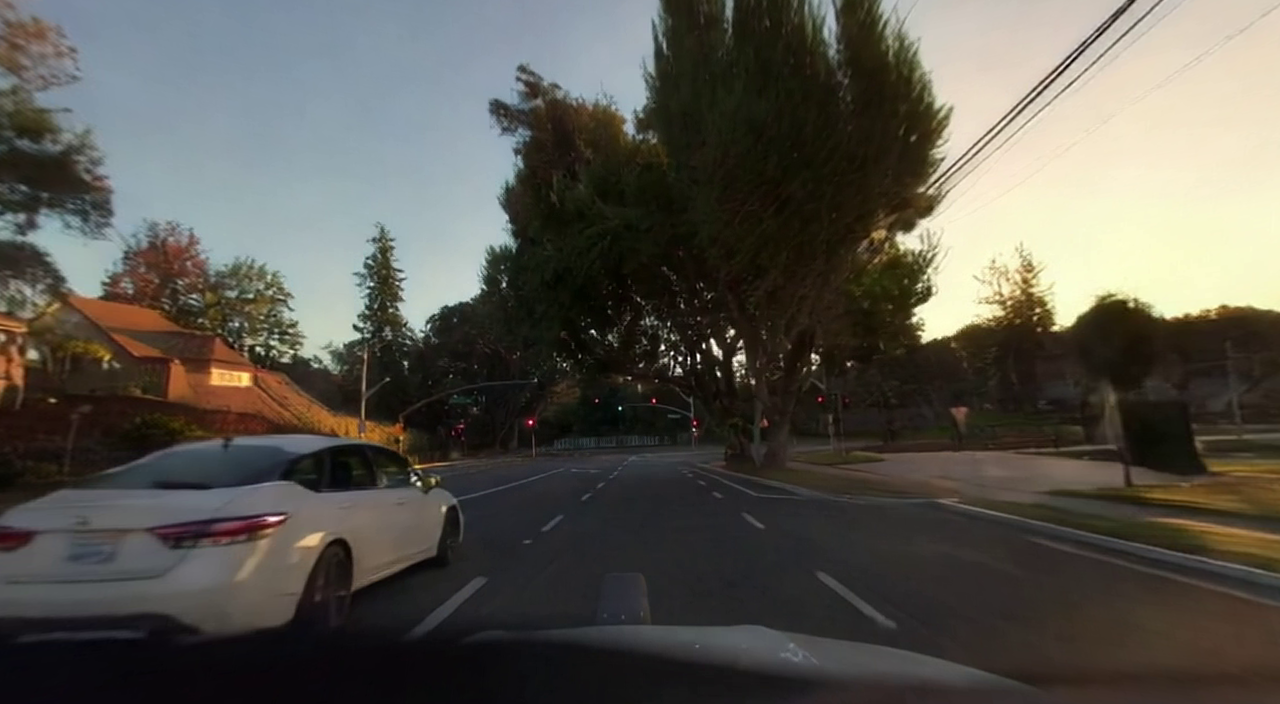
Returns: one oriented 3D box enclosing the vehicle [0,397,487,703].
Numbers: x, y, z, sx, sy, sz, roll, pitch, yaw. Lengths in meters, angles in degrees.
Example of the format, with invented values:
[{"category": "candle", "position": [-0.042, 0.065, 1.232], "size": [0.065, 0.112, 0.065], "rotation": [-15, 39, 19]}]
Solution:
[{"category": "vehicle", "position": [-3.144, 1.376, 5.624], "size": [2.139, 1.564, 4.901], "rotation": [0, -8, 2]}]
